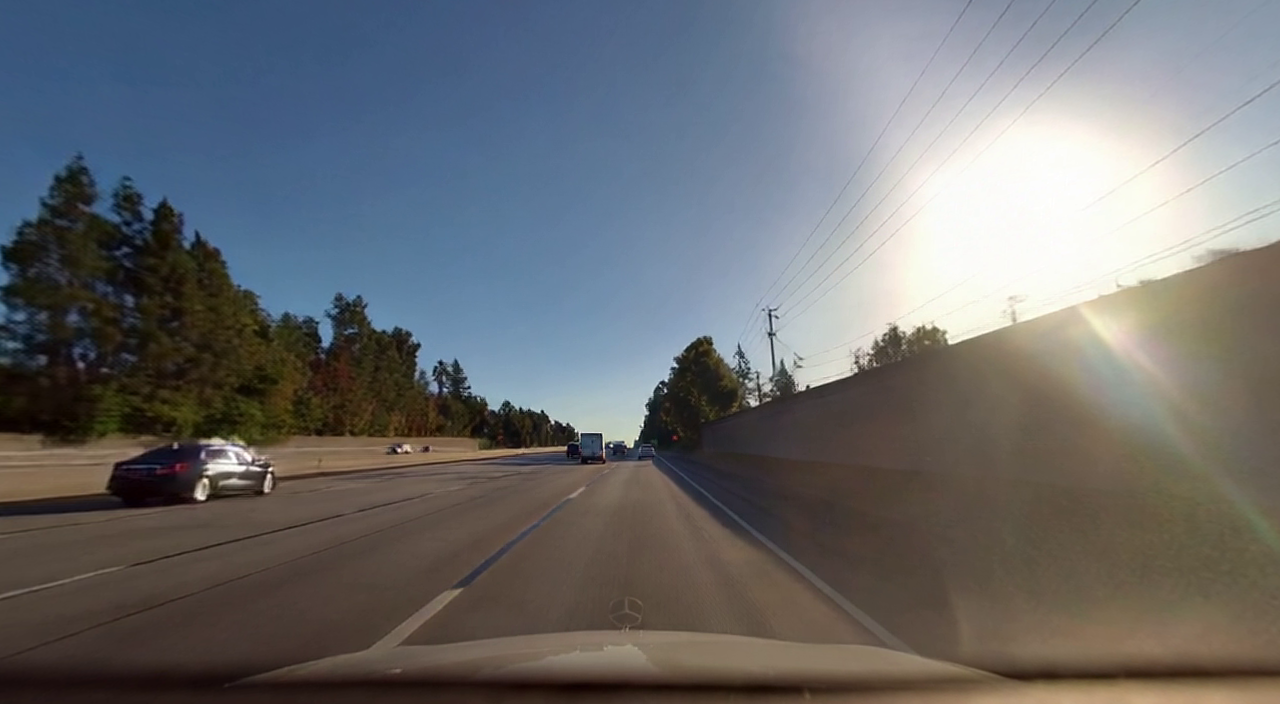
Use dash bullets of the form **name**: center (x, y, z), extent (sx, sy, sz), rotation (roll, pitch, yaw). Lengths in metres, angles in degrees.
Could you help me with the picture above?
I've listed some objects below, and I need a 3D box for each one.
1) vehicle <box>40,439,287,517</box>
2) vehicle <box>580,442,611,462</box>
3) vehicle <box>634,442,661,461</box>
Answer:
- **vehicle**: center (-10.572, 2.783, 14.547), extent (1.955, 1.496, 4.732), rotation (0, -8, 1)
- **vehicle**: center (-3.430, 7.795, 49.164), extent (2.046, 1.478, 4.111), rotation (0, -8, 0)
- **vehicle**: center (0.610, 7.894, 49.831), extent (2.057, 1.453, 3.926), rotation (0, -8, 0)
